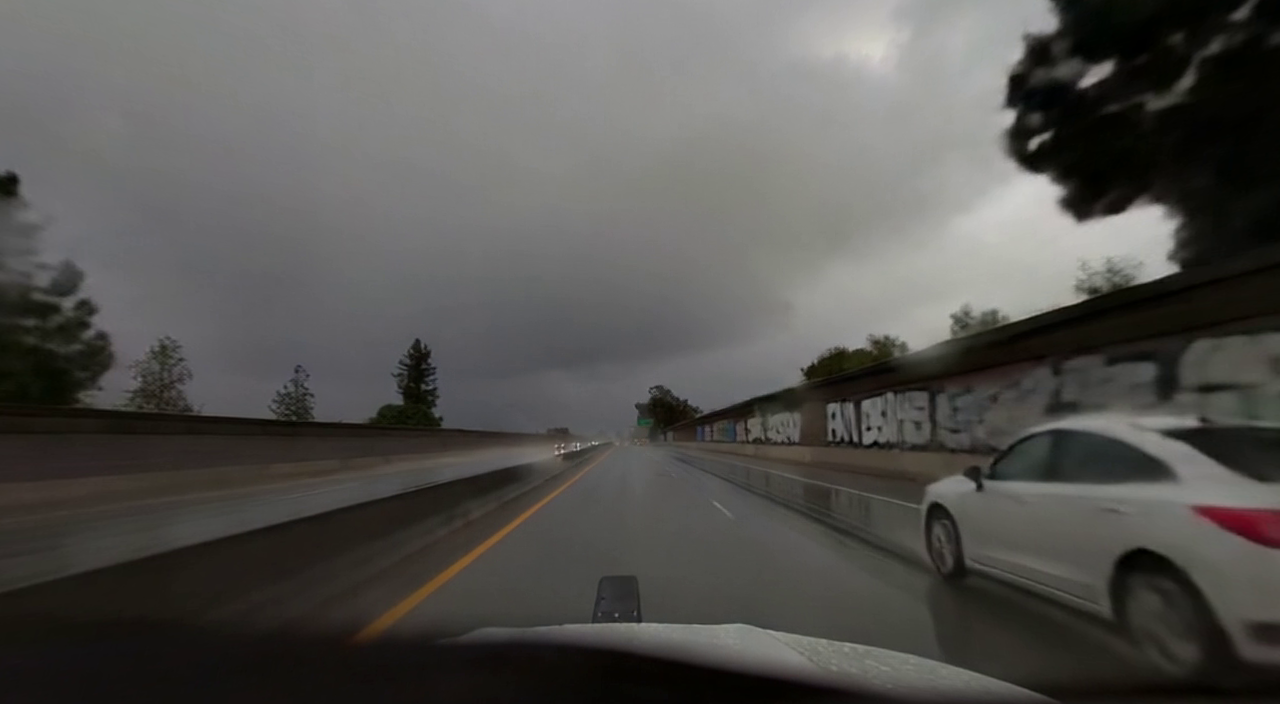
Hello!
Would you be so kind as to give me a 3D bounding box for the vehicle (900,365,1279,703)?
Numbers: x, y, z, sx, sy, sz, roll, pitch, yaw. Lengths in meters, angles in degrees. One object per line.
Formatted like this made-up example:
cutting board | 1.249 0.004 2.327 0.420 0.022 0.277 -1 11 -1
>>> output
vehicle | 3.477 1.060 4.212 1.841 1.556 3.618 0 -8 -1
